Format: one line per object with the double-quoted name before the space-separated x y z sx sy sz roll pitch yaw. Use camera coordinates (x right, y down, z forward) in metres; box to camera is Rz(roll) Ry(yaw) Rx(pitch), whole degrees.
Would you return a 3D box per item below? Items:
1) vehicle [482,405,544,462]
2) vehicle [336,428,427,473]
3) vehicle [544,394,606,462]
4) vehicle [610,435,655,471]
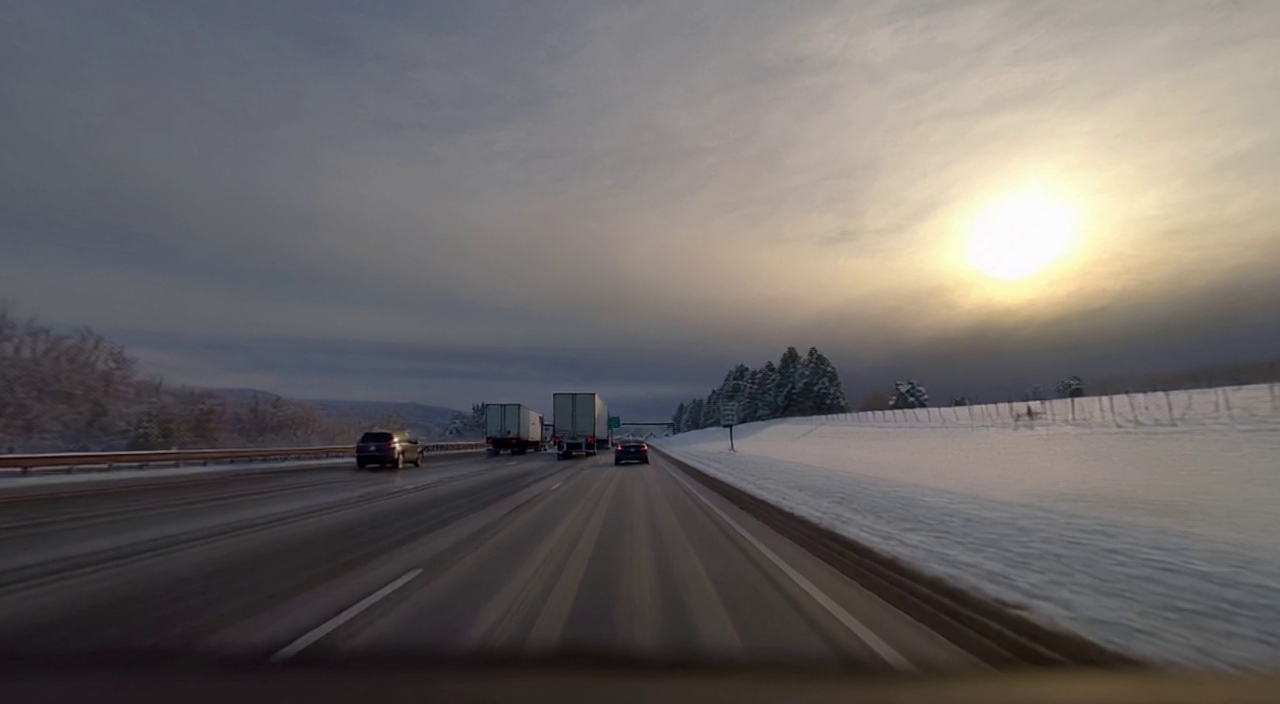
"vehicle" -8.221 5.421 41.608 2.728 3.405 7.096 0 -8 -2
"vehicle" -11.580 4.431 28.611 2.153 1.841 4.790 0 -8 -1
"vehicle" -4.324 5.745 46.415 3.475 4.037 17.454 0 -8 -2
"vehicle" -0.364 4.464 28.001 1.891 1.477 3.599 0 -8 -2
